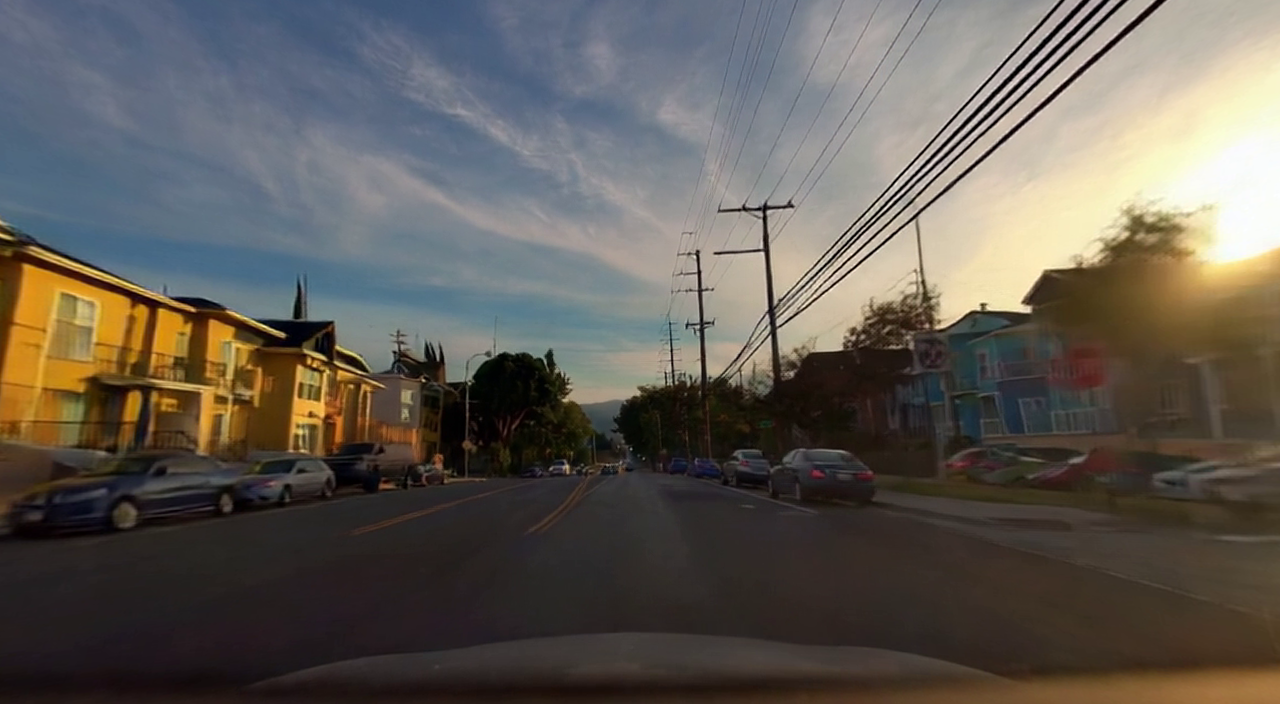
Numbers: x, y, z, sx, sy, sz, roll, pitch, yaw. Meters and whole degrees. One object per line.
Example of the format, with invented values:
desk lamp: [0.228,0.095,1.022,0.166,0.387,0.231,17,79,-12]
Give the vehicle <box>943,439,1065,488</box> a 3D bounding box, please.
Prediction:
vehicle: [13.073,4.027,22.944,3.545,1.448,2.041,-5,-4,24]

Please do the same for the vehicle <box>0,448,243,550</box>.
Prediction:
vehicle: [-10.464,2.846,13.068,1.900,1.683,4.486,1,-8,-6]

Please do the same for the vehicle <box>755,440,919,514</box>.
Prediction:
vehicle: [4.508,2.918,15.419,2.059,1.502,4.824,1,-8,-5]

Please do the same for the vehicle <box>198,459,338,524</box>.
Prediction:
vehicle: [-10.845,4.036,18.855,1.826,1.455,4.475,-3,-8,-5]

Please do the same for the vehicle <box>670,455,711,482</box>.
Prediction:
vehicle: [3.193,7.486,40.756,1.917,1.434,4.733,-3,-8,-4]

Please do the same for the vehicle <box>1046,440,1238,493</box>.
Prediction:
vehicle: [14.812,3.381,18.961,4.153,1.407,1.707,-4,-9,27]

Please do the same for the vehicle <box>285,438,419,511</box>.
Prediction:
vehicle: [-11.029,4.682,24.912,2.687,2.491,5.936,0,-8,-3]
